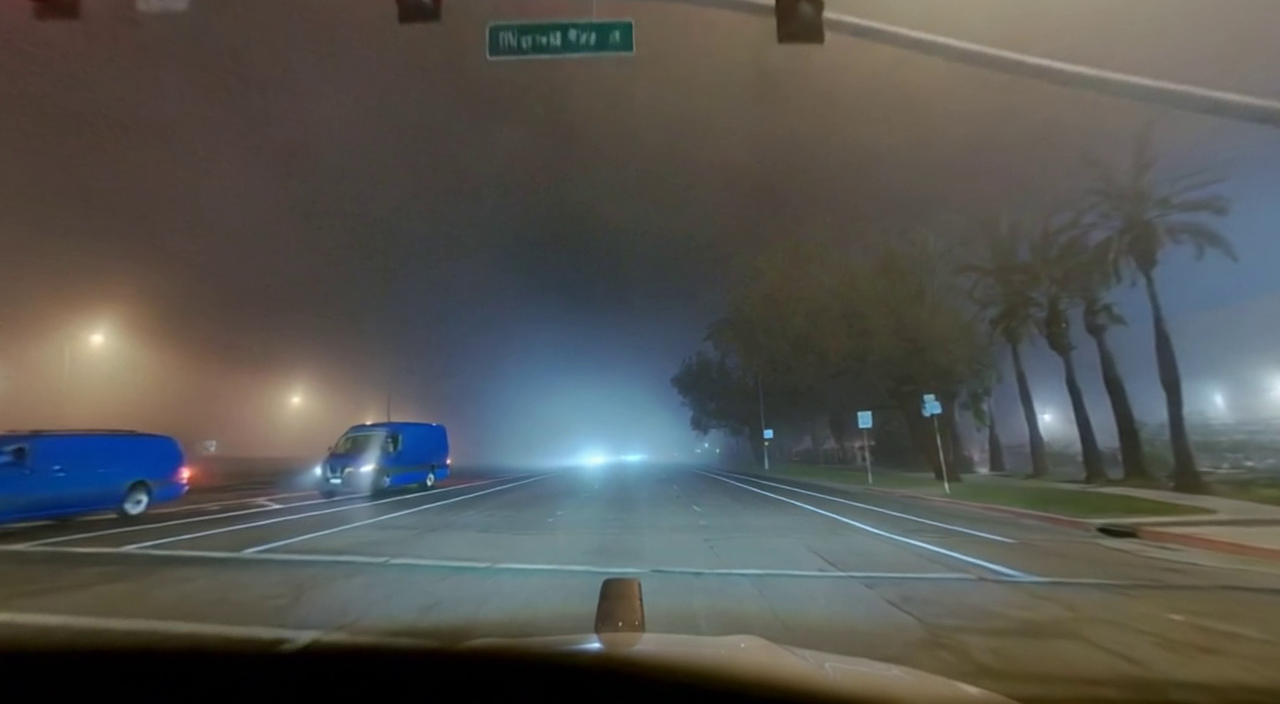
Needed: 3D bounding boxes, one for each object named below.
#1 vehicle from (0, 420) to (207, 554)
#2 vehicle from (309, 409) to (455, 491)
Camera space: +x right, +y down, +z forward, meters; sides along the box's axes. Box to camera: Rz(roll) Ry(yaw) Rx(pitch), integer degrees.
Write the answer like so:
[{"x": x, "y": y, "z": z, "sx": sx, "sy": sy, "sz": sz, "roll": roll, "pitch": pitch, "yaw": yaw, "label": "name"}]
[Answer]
[{"x": -9.165, "y": 1.944, "z": 9.529, "sx": 2.074, "sy": 1.681, "sz": 4.417, "roll": 0, "pitch": -9, "yaw": 0, "label": "vehicle"}, {"x": -9.593, "y": 3.783, "z": 24.519, "sx": 2.509, "sy": 2.712, "sz": 7.034, "roll": 0, "pitch": -9, "yaw": 2, "label": "vehicle"}]
